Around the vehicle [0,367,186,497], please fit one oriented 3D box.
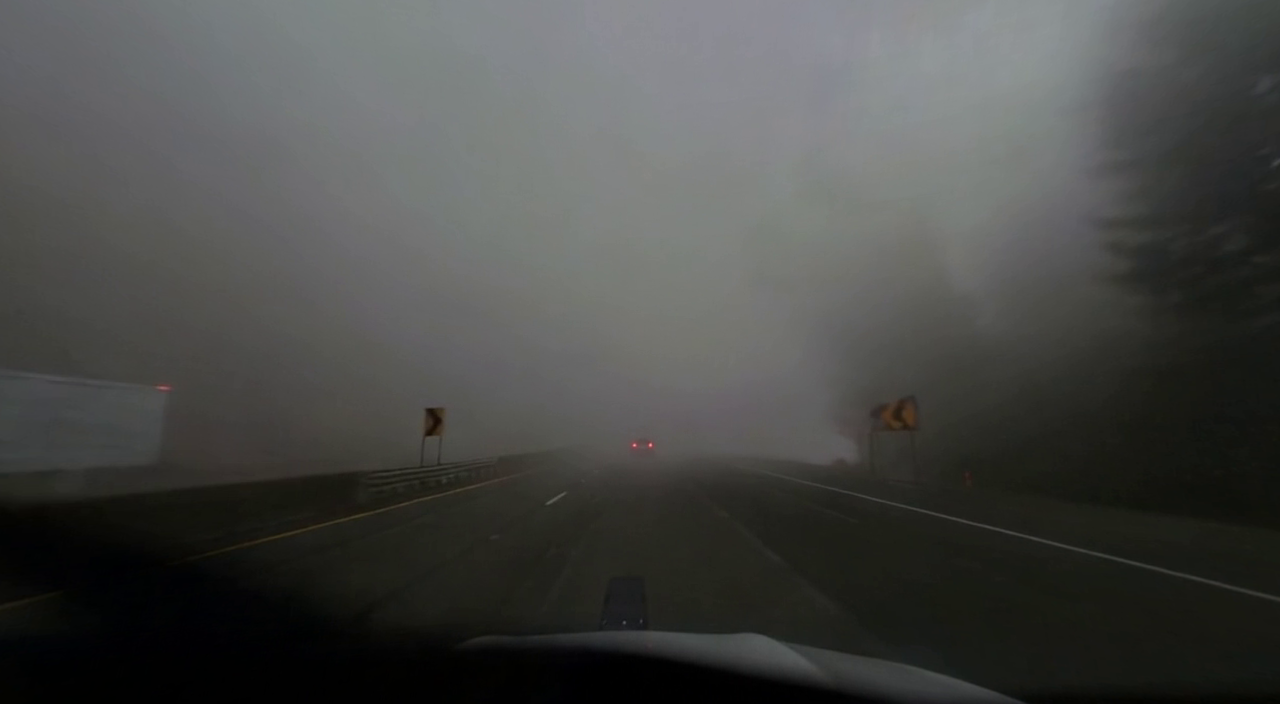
[{"bbox_3d":[-21.048,2.539,19.805,3.001,3.922,14.097,0,-8,0],"label":"vehicle"}]
